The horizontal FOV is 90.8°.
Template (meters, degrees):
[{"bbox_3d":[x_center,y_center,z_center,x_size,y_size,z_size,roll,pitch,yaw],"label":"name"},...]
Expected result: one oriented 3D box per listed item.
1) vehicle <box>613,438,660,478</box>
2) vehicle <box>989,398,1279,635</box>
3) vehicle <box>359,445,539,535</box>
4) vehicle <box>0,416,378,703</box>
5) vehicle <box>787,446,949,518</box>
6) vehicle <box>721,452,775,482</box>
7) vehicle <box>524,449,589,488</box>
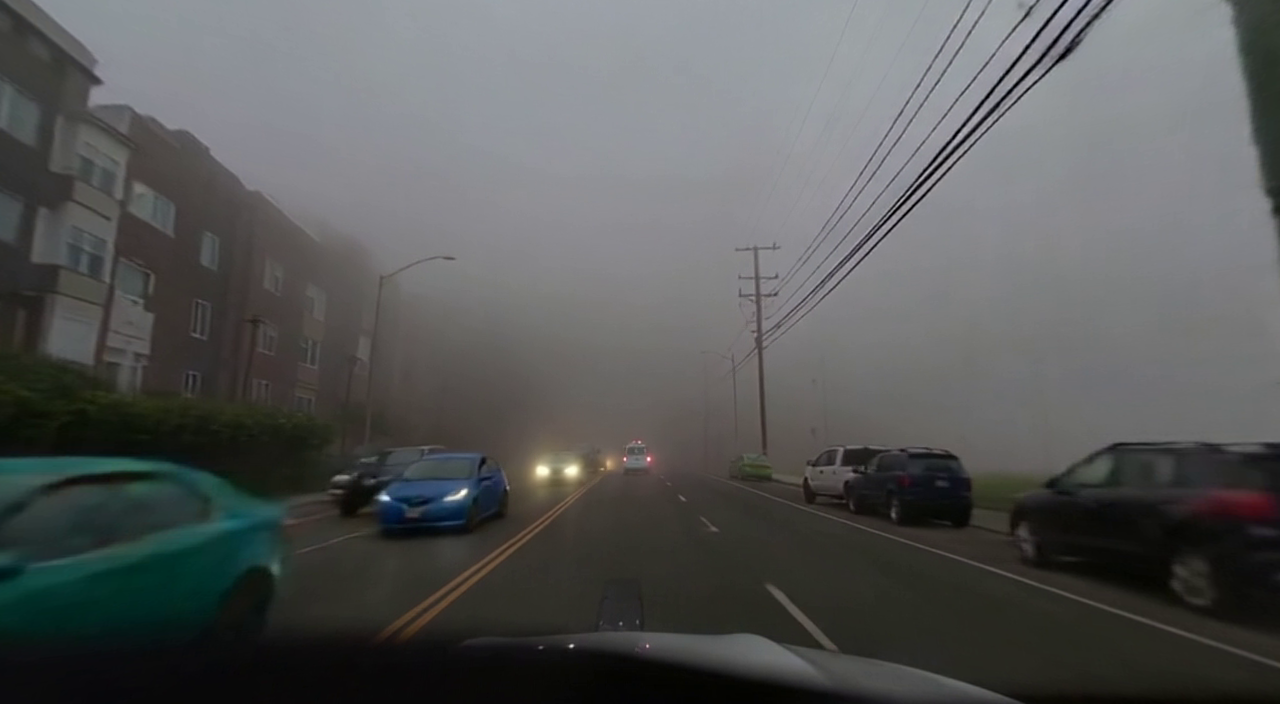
[{"bbox_3d":[-0.126,5.521,33.037,2.308,1.940,4.125,-1,-9,1],"label":"vehicle"},{"bbox_3d":[6.204,1.533,6.463,2.211,1.884,5.031,0,-9,-2],"label":"vehicle"},{"bbox_3d":[-3.629,2.689,13.047,2.013,1.497,4.456,-1,-9,4],"label":"vehicle"},{"bbox_3d":[-3.252,1.124,3.164,1.972,1.498,4.304,0,-9,1],"label":"vehicle"},{"bbox_3d":[6.154,3.569,18.117,2.350,1.706,5.901,0,-9,-1],"label":"vehicle"},{"bbox_3d":[5.858,6.290,34.765,1.943,1.490,4.783,0,-9,-2],"label":"vehicle"},{"bbox_3d":[-3.407,4.859,26.679,2.057,1.476,4.593,0,-9,0],"label":"vehicle"}]
